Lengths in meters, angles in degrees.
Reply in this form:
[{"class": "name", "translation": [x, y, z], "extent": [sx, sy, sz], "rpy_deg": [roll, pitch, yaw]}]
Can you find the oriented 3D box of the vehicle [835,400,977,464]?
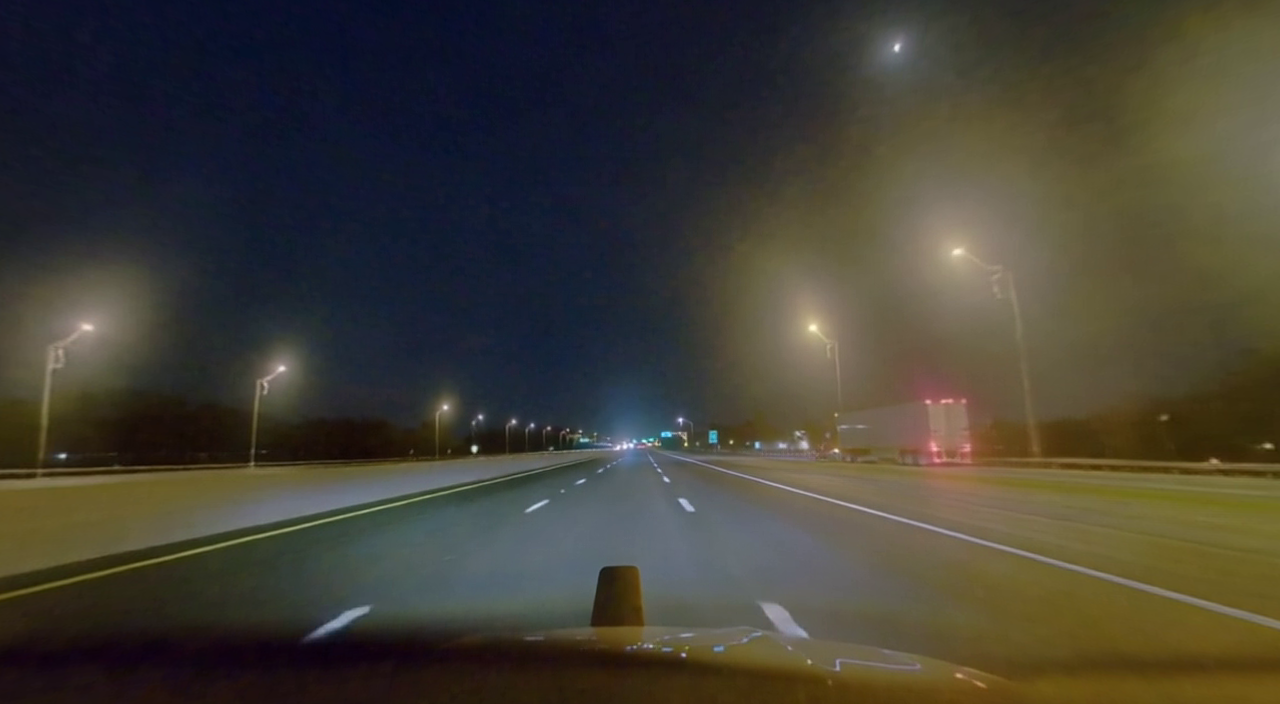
[{"class": "vehicle", "translation": [20.128, 6.519, 49.743], "extent": [2.939, 4.193, 15.754], "rpy_deg": [1, -9, -6]}]
